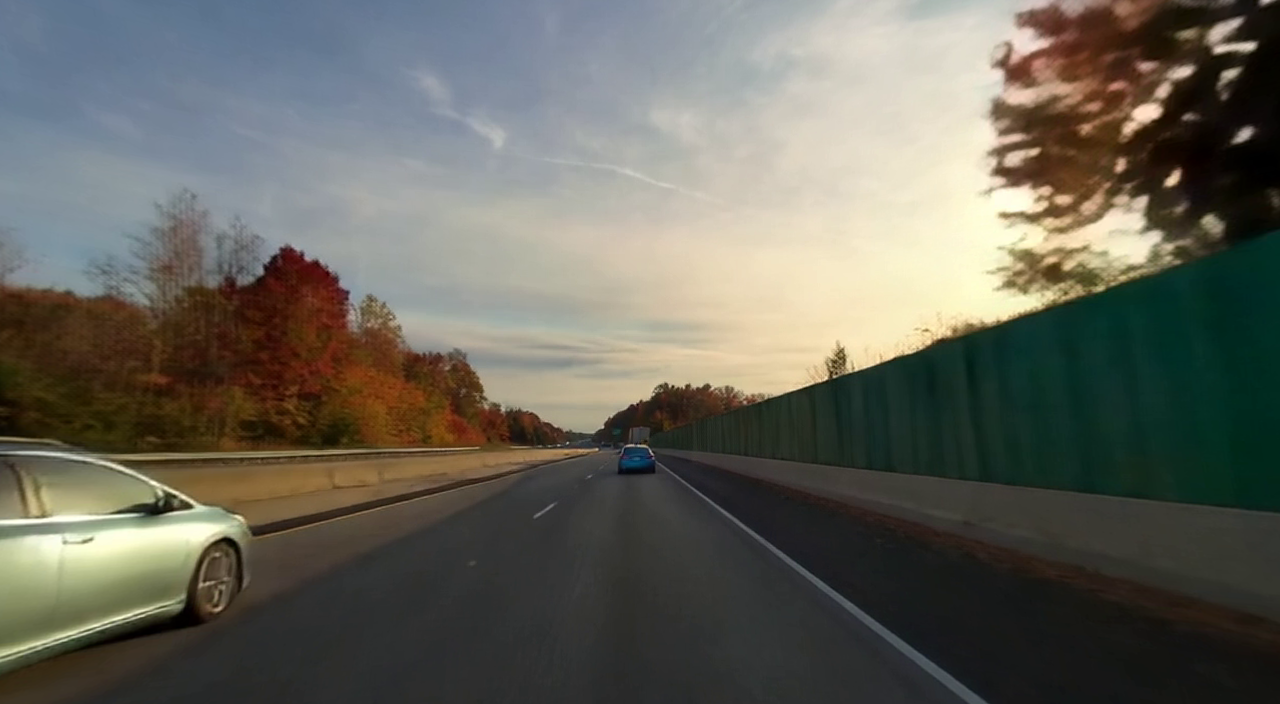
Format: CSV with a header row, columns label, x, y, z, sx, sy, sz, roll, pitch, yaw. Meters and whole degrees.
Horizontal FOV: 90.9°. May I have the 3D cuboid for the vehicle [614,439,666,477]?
label,x,y,z,sx,sy,sz,roll,pitch,yaw
vehicle,-0.052,4.510,27.073,2.057,1.516,4.065,0,-8,-1

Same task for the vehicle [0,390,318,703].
label,x,y,z,sx,sy,sz,roll,pitch,yaw
vehicle,-3.887,1.035,3.469,2.054,1.536,4.128,0,-8,0
